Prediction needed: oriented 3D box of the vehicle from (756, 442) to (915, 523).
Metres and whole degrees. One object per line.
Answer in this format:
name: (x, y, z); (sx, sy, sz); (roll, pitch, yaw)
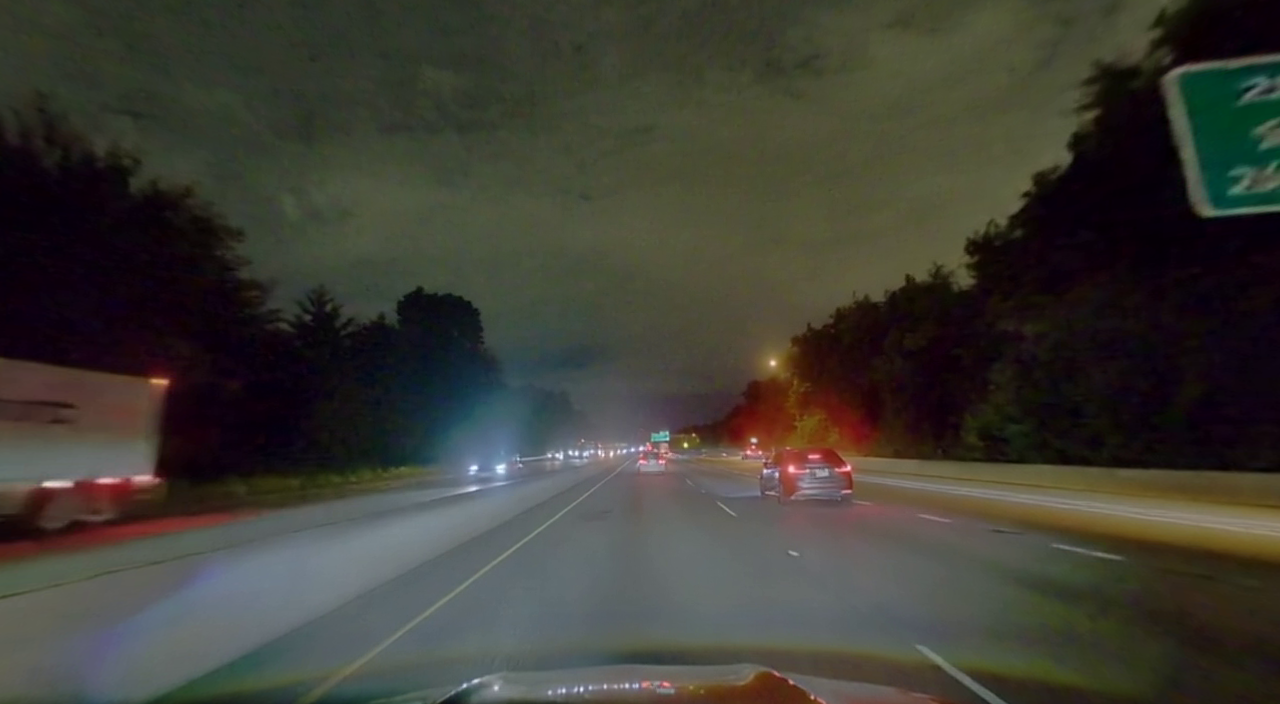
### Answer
vehicle: (4.001, 2.742, 13.769); (2.029, 1.475, 4.279); (0, -9, -1)

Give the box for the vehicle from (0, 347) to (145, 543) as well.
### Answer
vehicle: (-15.405, 1.409, 9.816); (3.577, 4.095, 14.490); (0, -9, 0)

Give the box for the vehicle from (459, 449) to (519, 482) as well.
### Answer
vehicle: (-7.815, 5.927, 33.109); (2.057, 1.602, 4.313); (0, -9, 0)

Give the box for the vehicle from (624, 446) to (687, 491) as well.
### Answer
vehicle: (0.542, 4.374, 23.950); (2.177, 1.520, 4.278); (0, -9, 0)
